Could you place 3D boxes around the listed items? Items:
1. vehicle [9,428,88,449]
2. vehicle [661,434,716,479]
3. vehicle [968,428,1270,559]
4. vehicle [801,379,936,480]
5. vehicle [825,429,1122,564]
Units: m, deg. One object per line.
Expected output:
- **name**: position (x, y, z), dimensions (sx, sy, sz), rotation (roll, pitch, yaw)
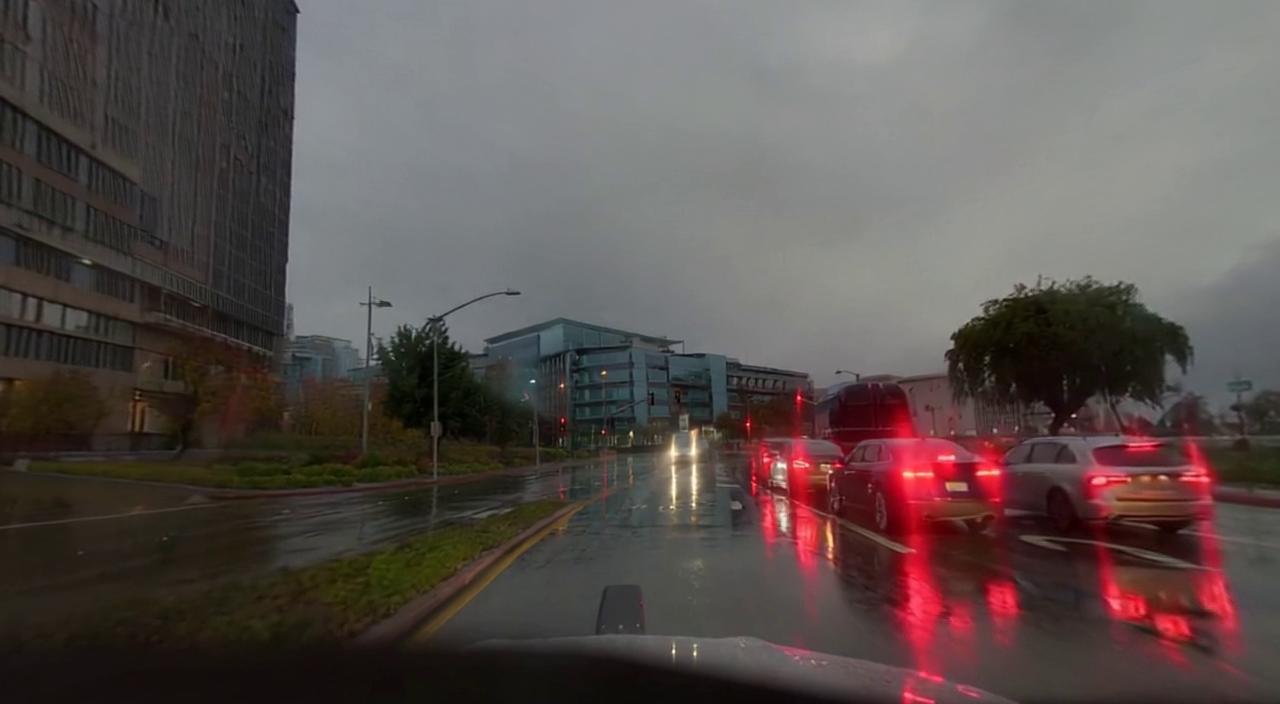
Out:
- **vehicle**: position (-45.132, 6.627, 48.107), dimensions (4.011, 1.600, 1.776), rotation (1, -9, -6)
- **vehicle**: position (2.134, 4.412, 26.802), dimensions (2.121, 1.728, 4.161), rotation (-1, -9, 7)
- **vehicle**: position (7.093, 2.084, 9.997), dimensions (1.983, 1.628, 3.885), rotation (-1, -9, 6)
- **vehicle**: position (9.952, 3.807, 29.535), dimensions (3.128, 3.616, 13.736), rotation (-1, -9, 8)
- **vehicle**: position (4.471, 1.974, 9.351), dimensions (2.183, 1.553, 3.923), rotation (0, -9, -1)
